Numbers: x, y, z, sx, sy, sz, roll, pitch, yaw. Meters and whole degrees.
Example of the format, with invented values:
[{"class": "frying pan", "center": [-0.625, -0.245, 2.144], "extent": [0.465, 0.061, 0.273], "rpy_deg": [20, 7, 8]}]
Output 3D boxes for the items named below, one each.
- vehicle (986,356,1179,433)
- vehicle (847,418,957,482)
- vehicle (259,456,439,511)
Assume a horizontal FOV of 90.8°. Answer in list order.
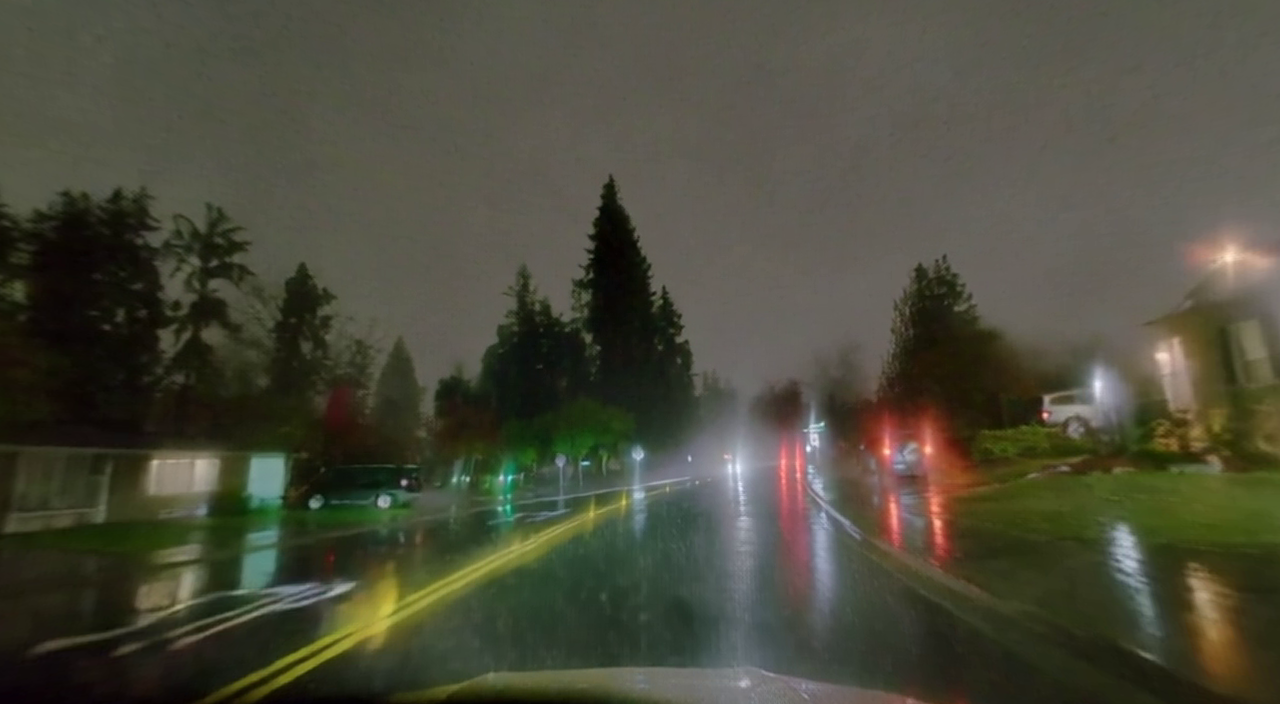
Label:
[{"class": "vehicle", "center": [14.120, 1.312, 20.384], "extent": [4.539, 2.010, 2.163], "rpy_deg": [-4, -1, 1]}, {"class": "vehicle", "center": [8.686, 3.310, 21.433], "extent": [2.163, 1.885, 4.804], "rpy_deg": [-2, -8, 7]}, {"class": "vehicle", "center": [-10.820, 4.997, 23.851], "extent": [5.643, 1.759, 2.110], "rpy_deg": [0, -19, 1]}]
